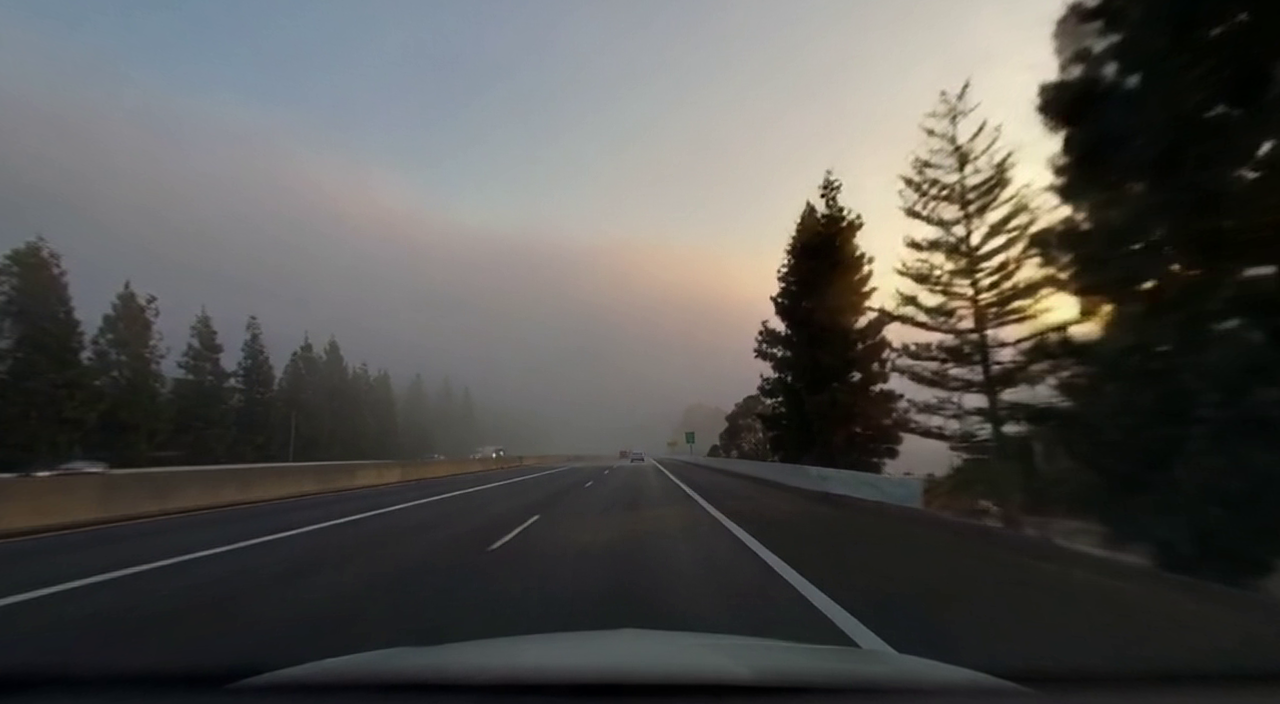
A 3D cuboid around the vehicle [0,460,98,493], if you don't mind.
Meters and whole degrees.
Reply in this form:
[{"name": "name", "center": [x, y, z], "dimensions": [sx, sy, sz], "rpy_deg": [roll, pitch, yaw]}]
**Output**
[{"name": "vehicle", "center": [-39.489, 8.174, 41.550], "dimensions": [2.203, 1.905, 5.807], "rpy_deg": [-1, -9, 1]}]
